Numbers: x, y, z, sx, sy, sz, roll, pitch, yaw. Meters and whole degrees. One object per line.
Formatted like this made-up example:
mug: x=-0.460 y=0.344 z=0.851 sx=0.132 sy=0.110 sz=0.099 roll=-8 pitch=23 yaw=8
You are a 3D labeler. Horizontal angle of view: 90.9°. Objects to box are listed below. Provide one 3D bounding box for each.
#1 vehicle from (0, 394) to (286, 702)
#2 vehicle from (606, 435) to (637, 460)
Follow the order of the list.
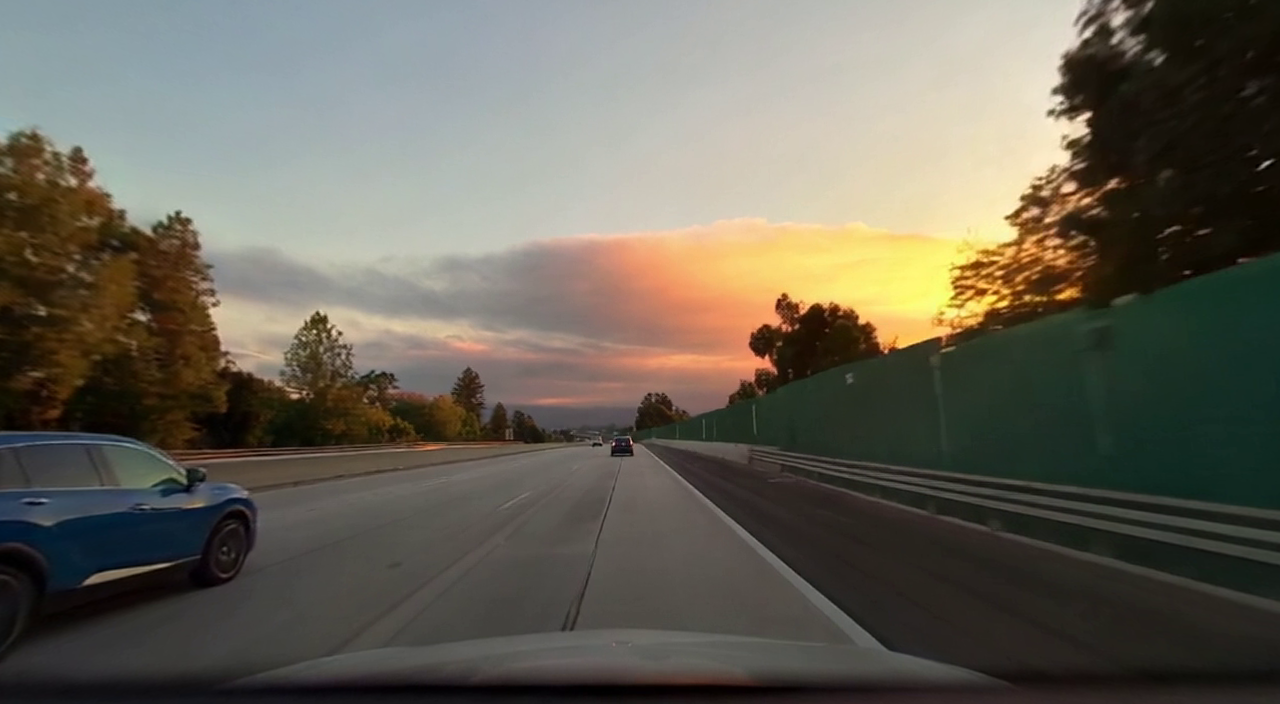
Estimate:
vehicle: x=-4.273 y=1.010 z=3.324 sx=2.072 sy=1.545 sz=4.767 roll=0 pitch=-8 yaw=0
vehicle: x=-1.107 y=5.879 z=38.873 sx=1.836 sy=1.450 sz=3.519 roll=0 pitch=-8 yaw=-1
